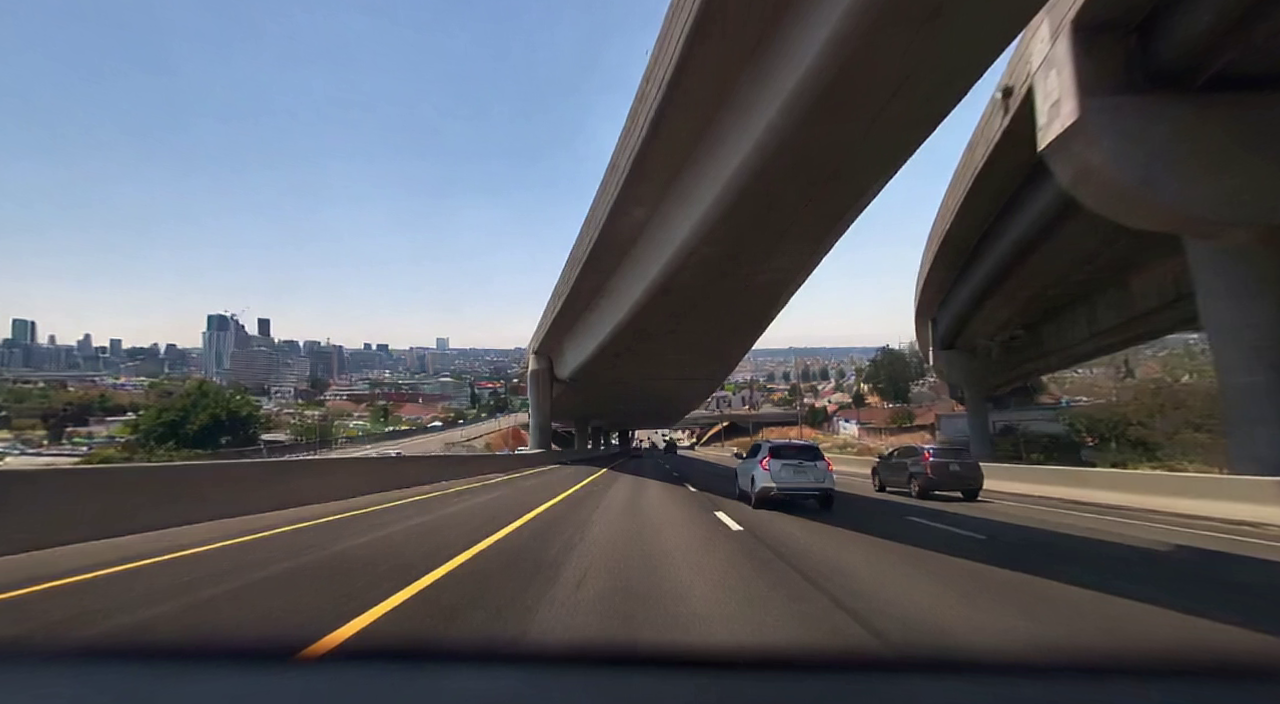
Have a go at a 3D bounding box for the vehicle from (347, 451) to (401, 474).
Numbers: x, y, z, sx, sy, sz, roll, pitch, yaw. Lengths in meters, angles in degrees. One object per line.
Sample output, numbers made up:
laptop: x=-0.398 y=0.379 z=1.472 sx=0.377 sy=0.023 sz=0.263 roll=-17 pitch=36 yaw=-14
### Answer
vehicle: x=-20.569 y=8.578 z=49.048 sx=2.063 sy=1.627 sz=4.508 roll=-1 pitch=-8 yaw=3

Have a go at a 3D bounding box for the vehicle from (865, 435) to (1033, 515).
vehicle: x=6.931 y=2.762 z=14.698 sx=1.856 sy=1.592 sz=3.920 roll=0 pitch=-8 yaw=-1

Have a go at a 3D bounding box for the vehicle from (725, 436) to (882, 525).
vehicle: x=3.159 y=2.590 z=13.357 sx=1.982 sy=1.533 sz=4.612 roll=0 pitch=-8 yaw=-1
